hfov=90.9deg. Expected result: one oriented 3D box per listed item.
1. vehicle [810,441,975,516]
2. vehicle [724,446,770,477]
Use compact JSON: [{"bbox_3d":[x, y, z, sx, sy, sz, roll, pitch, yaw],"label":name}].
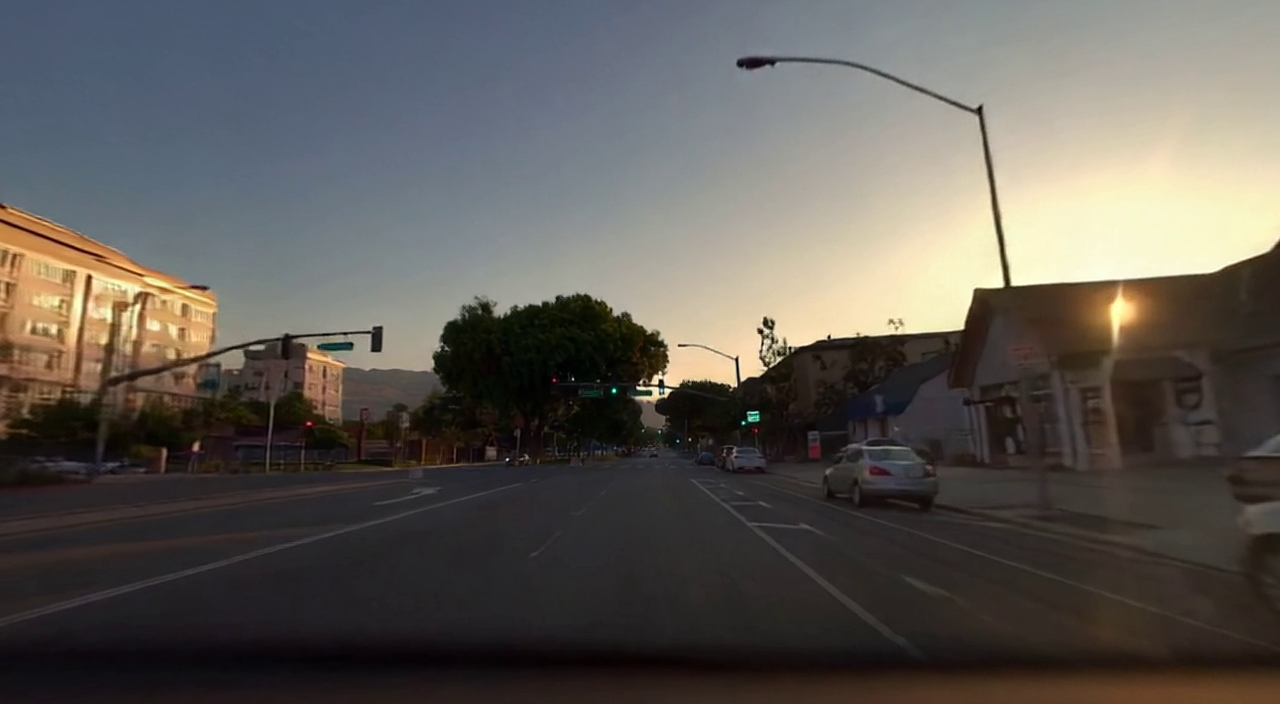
[{"bbox_3d":[5.954,3.038,15.650,2.057,1.541,4.735,0,-9,-1],"label":"vehicle"},{"bbox_3d":[6.154,6.375,36.918,1.845,1.664,5.285,0,-9,1],"label":"vehicle"}]
